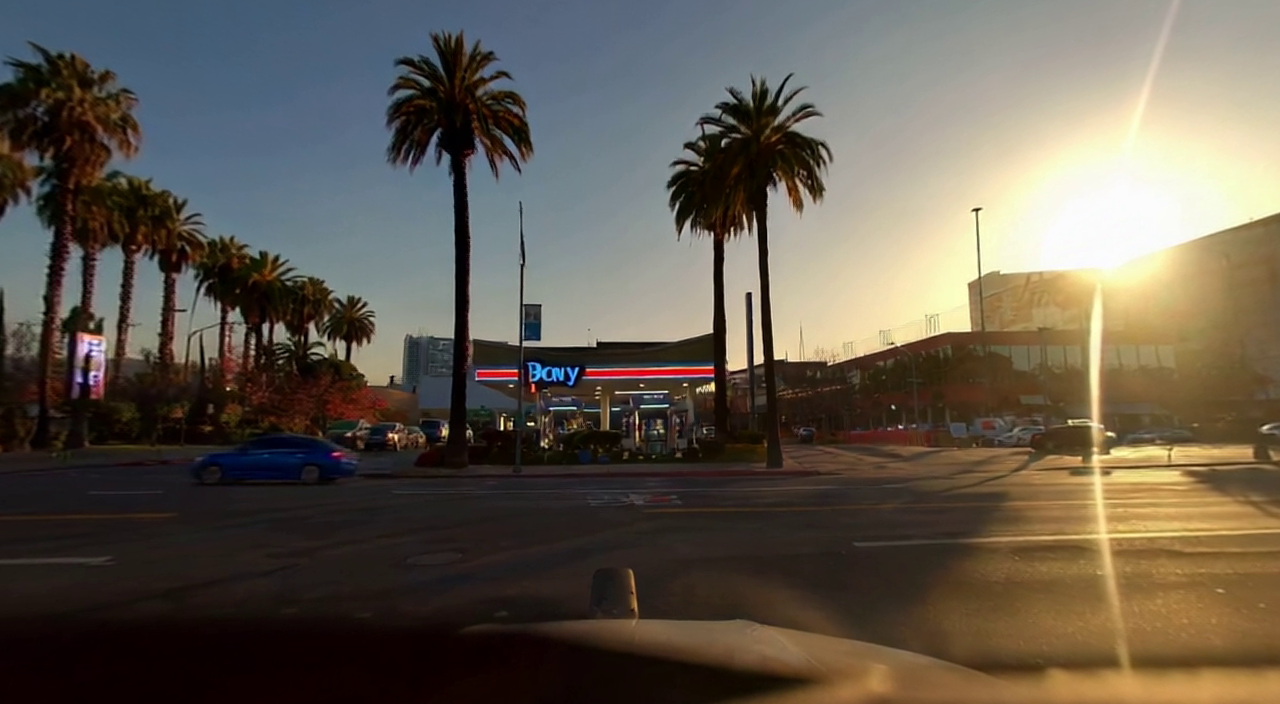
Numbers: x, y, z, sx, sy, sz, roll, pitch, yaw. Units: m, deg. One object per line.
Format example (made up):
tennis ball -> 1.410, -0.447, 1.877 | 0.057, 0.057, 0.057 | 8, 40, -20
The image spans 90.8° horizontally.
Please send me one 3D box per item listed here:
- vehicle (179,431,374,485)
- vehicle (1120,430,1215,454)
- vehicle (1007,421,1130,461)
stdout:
vehicle -> -10.593, 3.114, 18.752 | 4.570, 1.480, 1.873 | 1, -8, -6
vehicle -> 34.012, 5.850, 40.906 | 1.805, 1.466, 4.641 | 1, -8, -8
vehicle -> 21.872, 4.515, 32.370 | 4.880, 1.754, 2.202 | -1, -5, -7
